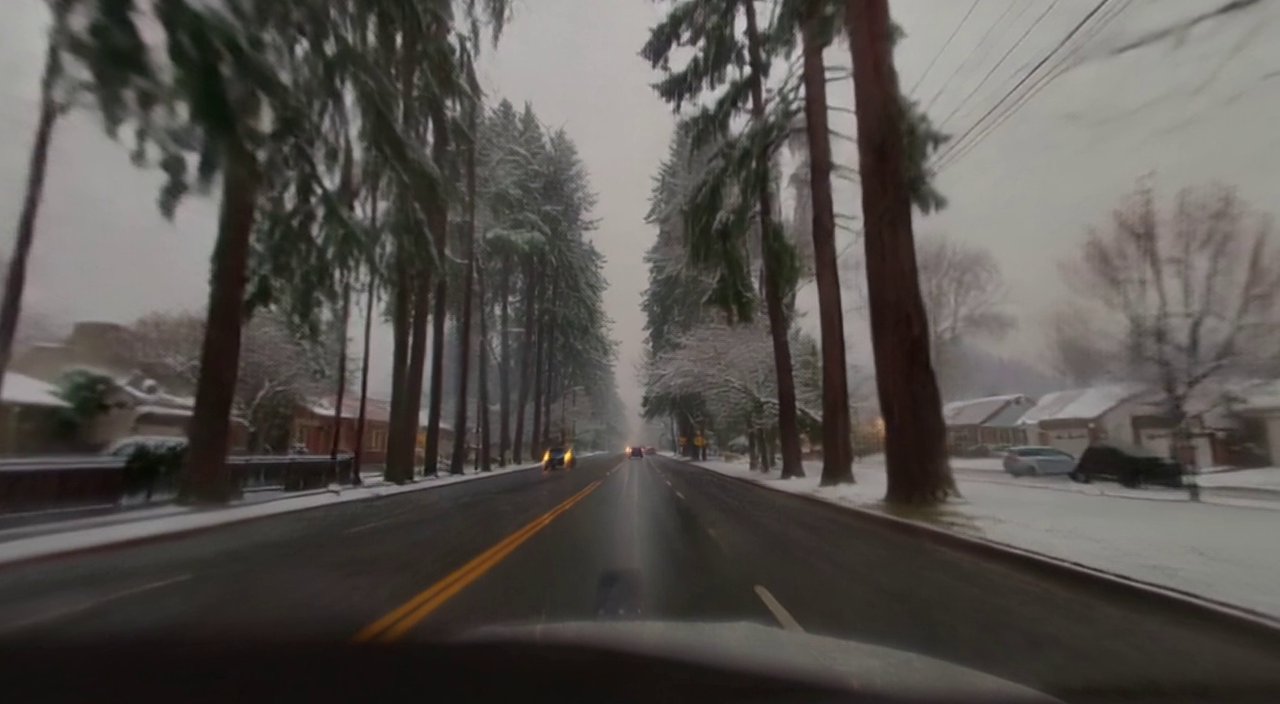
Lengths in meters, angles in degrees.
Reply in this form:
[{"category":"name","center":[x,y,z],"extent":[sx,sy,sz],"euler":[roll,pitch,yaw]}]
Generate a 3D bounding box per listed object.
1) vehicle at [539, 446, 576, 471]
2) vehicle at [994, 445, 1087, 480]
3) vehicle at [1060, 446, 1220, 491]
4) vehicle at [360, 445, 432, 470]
[{"category":"vehicle","center":[-6.323,8.191,48.735],"extent":[2.108,1.793,4.864],"euler":[0,-9,1]},{"category":"vehicle","center":[18.649,5.138,29.622],"extent":[1.755,1.521,3.968],"euler":[0,-9,0]},{"category":"vehicle","center":[18.205,4.249,23.389],"extent":[1.813,1.464,4.925],"euler":[0,-9,-1]},{"category":"vehicle","center":[-16.529,7.123,42.877],"extent":[4.045,1.622,1.983],"euler":[-1,-9,4]}]
